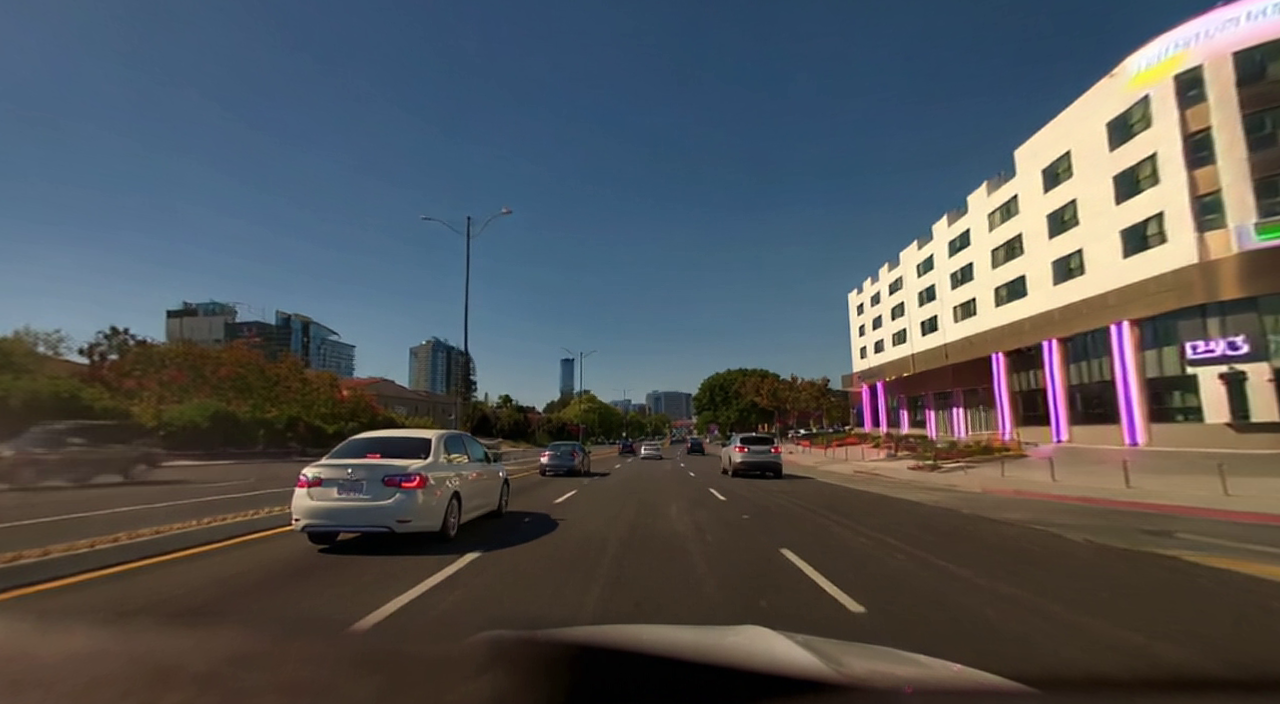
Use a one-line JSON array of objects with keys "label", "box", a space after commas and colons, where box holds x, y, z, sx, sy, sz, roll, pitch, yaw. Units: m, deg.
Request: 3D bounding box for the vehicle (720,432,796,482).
[{"label": "vehicle", "box": [4.334, 3.927, 23.877, 2.103, 1.699, 4.171, 0, -8, 0]}]

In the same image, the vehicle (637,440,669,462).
[{"label": "vehicle", "box": [0.981, 7.075, 45.042, 2.164, 1.477, 3.988, -1, -8, 2]}]

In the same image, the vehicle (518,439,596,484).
[{"label": "vehicle", "box": [-2.845, 3.852, 22.547, 1.980, 1.454, 4.226, -1, -8, 3]}]

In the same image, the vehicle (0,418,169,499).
[{"label": "vehicle", "box": [-15.600, 2.779, 16.772, 2.180, 1.824, 4.922, -1, -8, 2]}]

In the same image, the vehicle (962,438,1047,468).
[{"label": "vehicle", "box": [18.300, 5.062, 31.707, 3.368, 1.389, 1.595, 1, -8, -10]}]

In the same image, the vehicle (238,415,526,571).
[{"label": "vehicle", "box": [-3.017, 1.755, 8.675, 2.118, 1.568, 4.436, 0, -8, -1]}]
